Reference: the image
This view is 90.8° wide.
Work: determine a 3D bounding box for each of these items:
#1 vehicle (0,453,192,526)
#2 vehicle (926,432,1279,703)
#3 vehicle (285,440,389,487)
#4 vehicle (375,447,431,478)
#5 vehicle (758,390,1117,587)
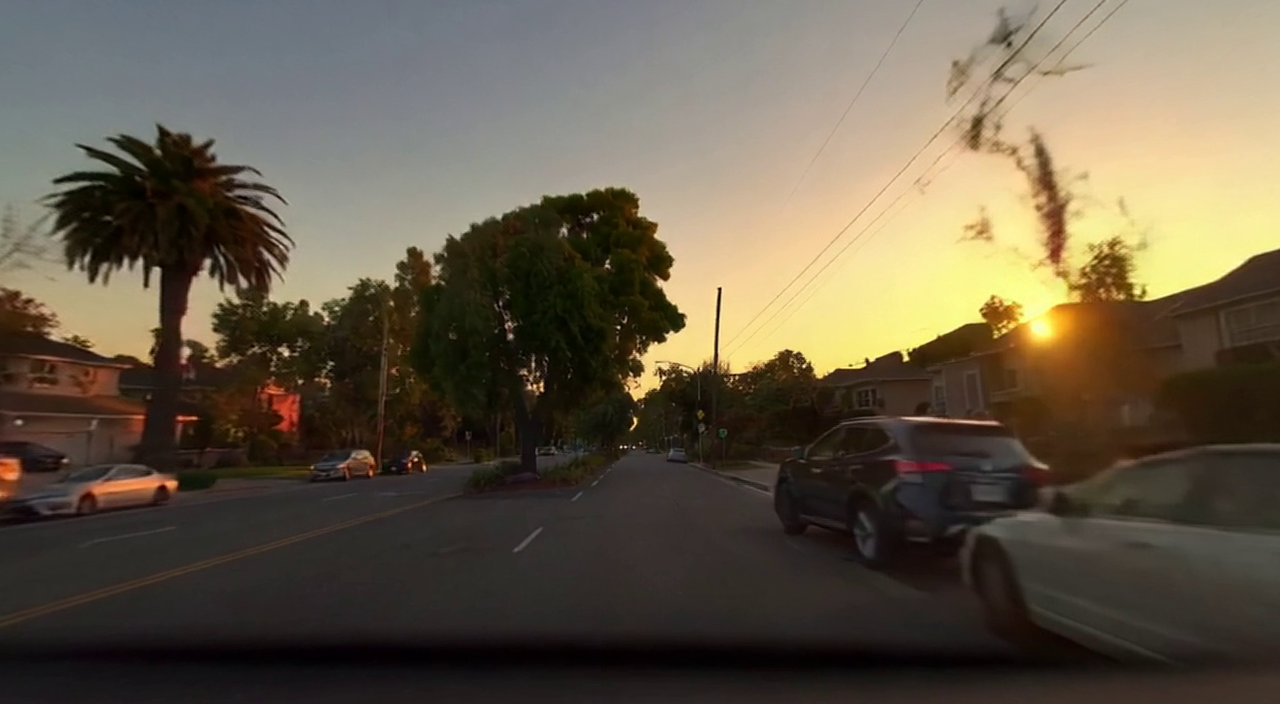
[{"bbox_3d":[-13.852,3.368,15.997,1.916,1.459,4.222,-1,-8,0],"label":"vehicle"},{"bbox_3d":[3.530,1.127,3.131,1.911,1.416,4.720,0,-9,-1],"label":"vehicle"},{"bbox_3d":[-14.152,5.210,30.023,2.245,1.904,5.805,-1,-7,-1],"label":"vehicle"},{"bbox_3d":[-14.448,6.732,38.769,1.890,1.568,4.444,-2,-7,-2],"label":"vehicle"},{"bbox_3d":[3.414,1.728,8.859,2.386,1.916,5.167,0,-9,-2],"label":"vehicle"}]
